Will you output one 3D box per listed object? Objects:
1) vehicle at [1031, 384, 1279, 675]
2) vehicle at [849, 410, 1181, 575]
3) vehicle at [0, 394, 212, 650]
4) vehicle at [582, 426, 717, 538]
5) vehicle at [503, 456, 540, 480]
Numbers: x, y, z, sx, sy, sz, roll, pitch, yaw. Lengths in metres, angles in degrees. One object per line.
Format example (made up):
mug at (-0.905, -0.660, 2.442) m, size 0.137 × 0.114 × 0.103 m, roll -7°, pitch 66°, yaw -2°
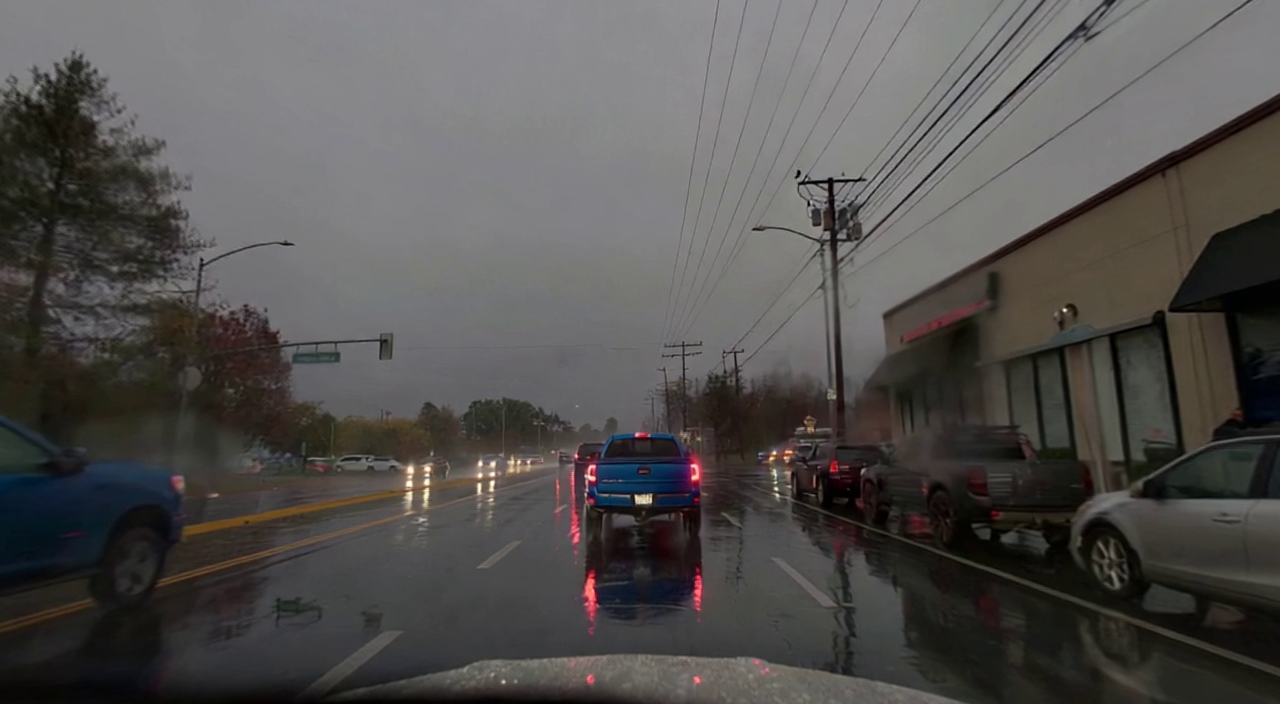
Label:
vehicle at (4.902, 1.094, 3.889) m, size 2.014 × 1.755 × 4.520 m, roll 0°, pitch -9°, yaw 0°
vehicle at (4.936, 1.912, 9.416) m, size 2.007 × 1.786 × 4.870 m, roll 0°, pitch -9°, yaw 1°
vehicle at (-5.638, 1.081, 3.754) m, size 2.140 × 1.768 × 5.092 m, roll -1°, pitch -9°, yaw 7°
vehicle at (0.142, 2.375, 12.144) m, size 2.089 × 1.699 × 4.650 m, roll 0°, pitch -9°, yaw 0°
vehicle at (-9.051, 8.868, 48.418) m, size 1.968 × 1.654 × 4.292 m, roll 0°, pitch -9°, yaw 1°
